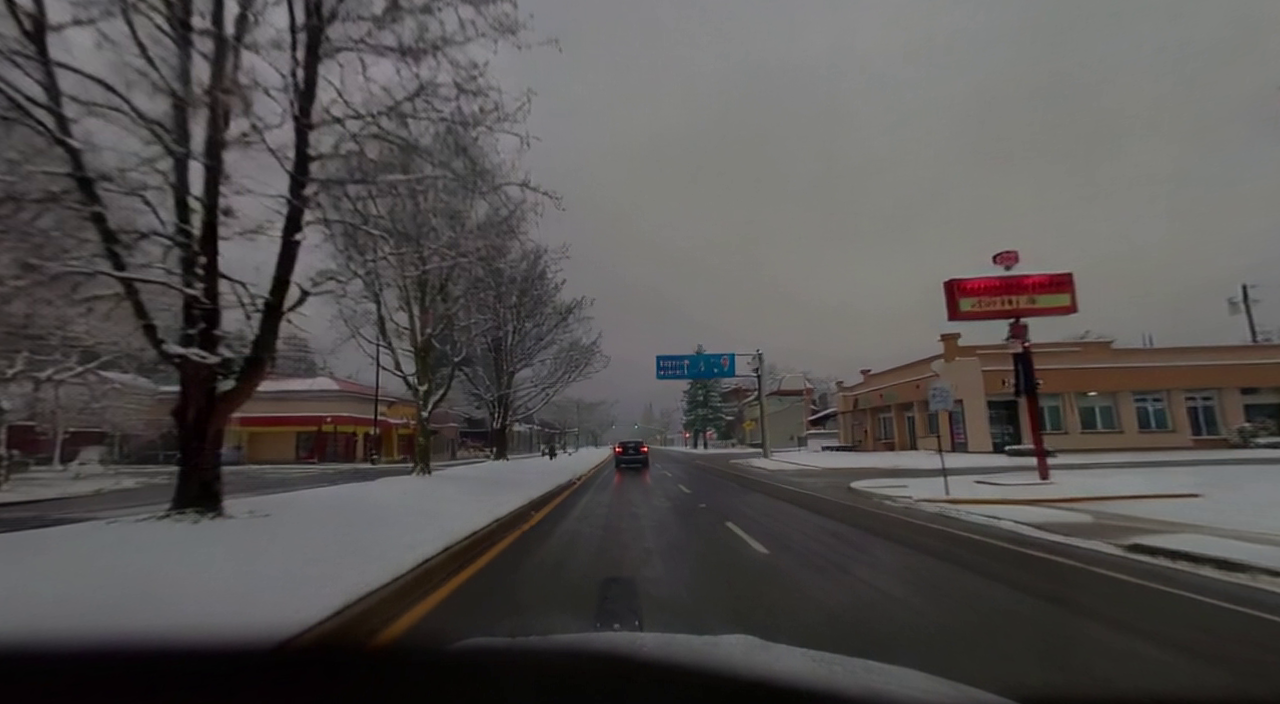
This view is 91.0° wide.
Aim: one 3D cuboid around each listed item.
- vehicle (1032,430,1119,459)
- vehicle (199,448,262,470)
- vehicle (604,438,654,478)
[{"bbox_3d":[22.967,4.895,33.330,1.720,1.450,3.741,0,-8,-4],"label":"vehicle"},{"bbox_3d":[-30.087,7.831,46.403,1.844,1.521,4.304,1,-9,-2],"label":"vehicle"},{"bbox_3d":[-0.482,5.228,31.293,2.235,1.719,4.292,2,-9,1],"label":"vehicle"}]
